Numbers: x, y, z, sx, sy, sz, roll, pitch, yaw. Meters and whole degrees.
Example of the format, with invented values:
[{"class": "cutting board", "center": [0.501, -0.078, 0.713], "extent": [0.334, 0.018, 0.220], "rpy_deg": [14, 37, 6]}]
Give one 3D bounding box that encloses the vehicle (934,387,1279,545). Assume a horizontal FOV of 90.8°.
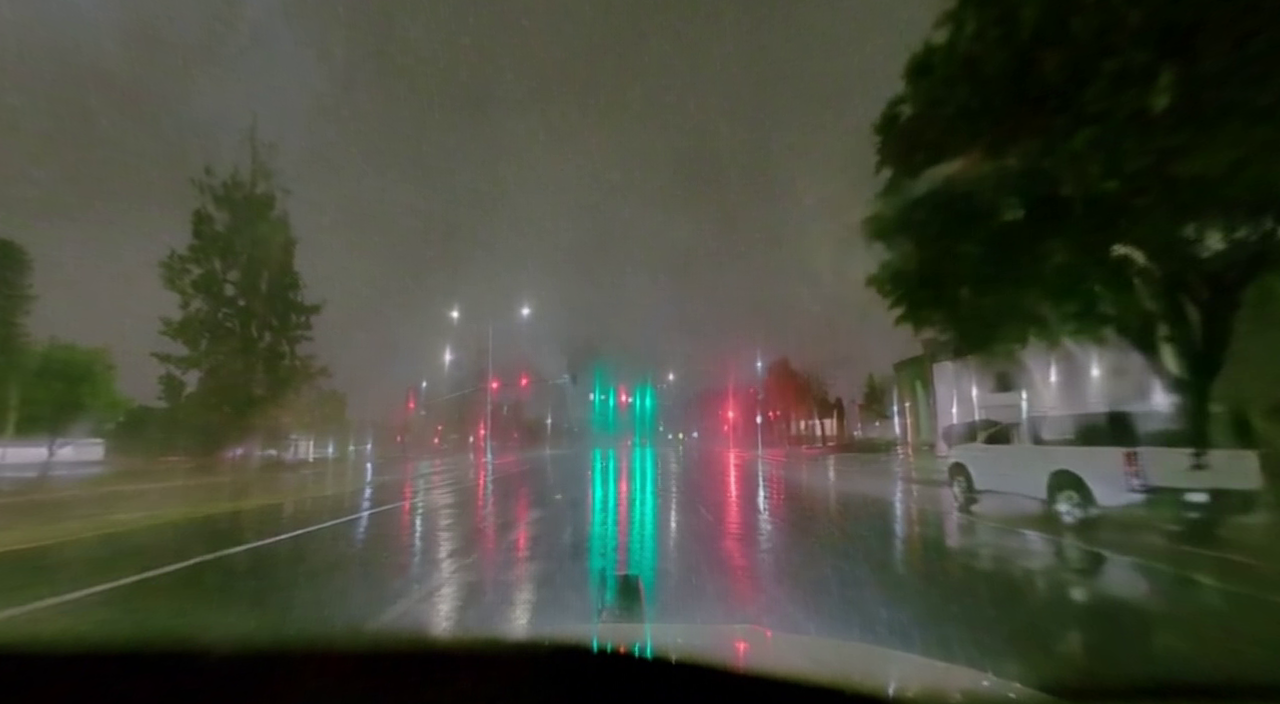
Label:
[{"class": "vehicle", "center": [7.422, 1.781, 10.499], "extent": [2.234, 1.880, 5.812], "rpy_deg": [0, -8, -1]}]
